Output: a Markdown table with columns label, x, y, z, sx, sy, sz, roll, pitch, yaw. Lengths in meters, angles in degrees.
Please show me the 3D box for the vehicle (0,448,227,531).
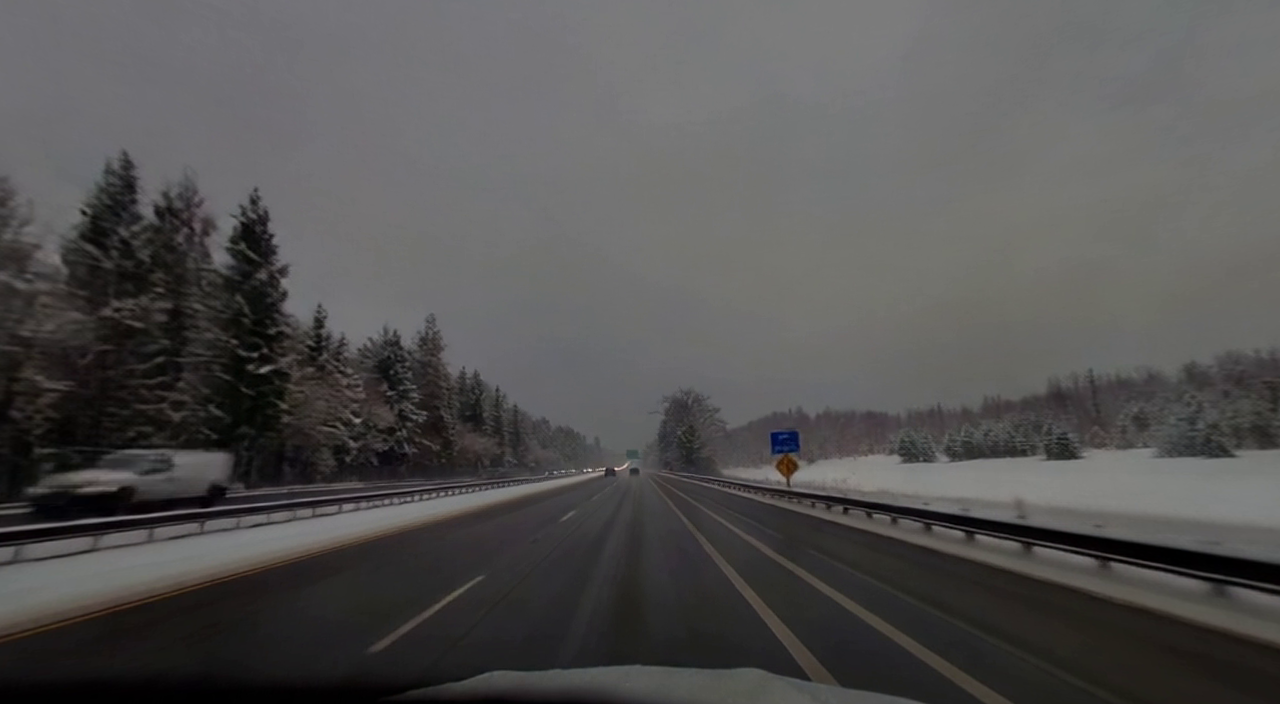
| label | x | y | z | sx | sy | sz | roll | pitch | yaw |
| --- | --- | --- | --- | --- | --- | --- | --- | --- | --- |
| vehicle | -12.749 | 3.303 | 15.518 | 1.971 | 1.687 | 4.517 | 1 | -10 | 0 |
